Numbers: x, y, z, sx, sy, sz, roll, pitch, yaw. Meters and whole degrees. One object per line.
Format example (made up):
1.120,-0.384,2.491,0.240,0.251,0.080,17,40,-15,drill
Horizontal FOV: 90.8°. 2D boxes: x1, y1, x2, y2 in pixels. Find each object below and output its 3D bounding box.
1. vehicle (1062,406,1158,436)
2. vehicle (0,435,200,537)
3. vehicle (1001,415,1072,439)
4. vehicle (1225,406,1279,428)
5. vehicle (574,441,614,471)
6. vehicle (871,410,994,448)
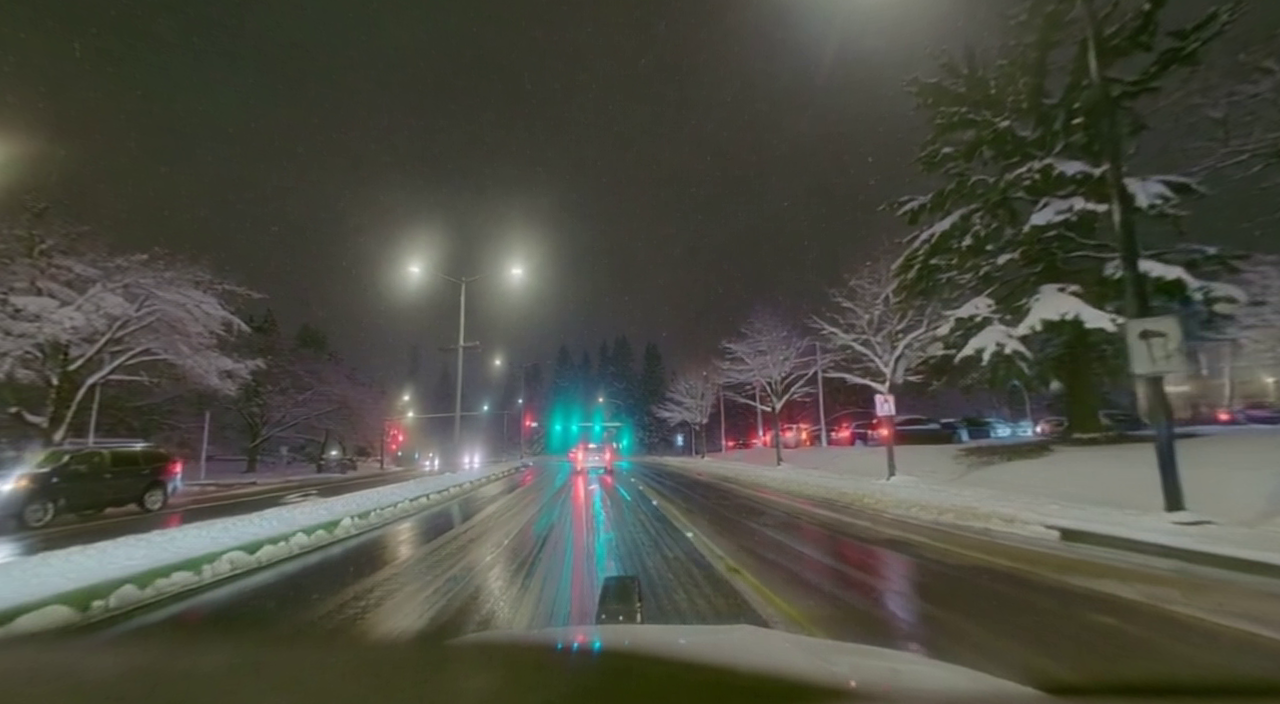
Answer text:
28.677,4.298,38.745,2.175,1.626,4.598,1,-9,-3,vehicle
-12.171,2.703,13.485,2.275,1.752,4.858,1,-9,-4,vehicle
28.212,5.401,45.125,1.900,1.570,4.438,1,-9,-4,vehicle
44.683,4.648,44.935,1.784,1.481,4.199,1,-8,-7,vehicle
-2.794,6.135,37.473,2.197,1.642,4.312,1,-9,-7,vehicle
14.009,3.758,30.447,4.851,1.737,2.189,1,-9,-7,vehicle
